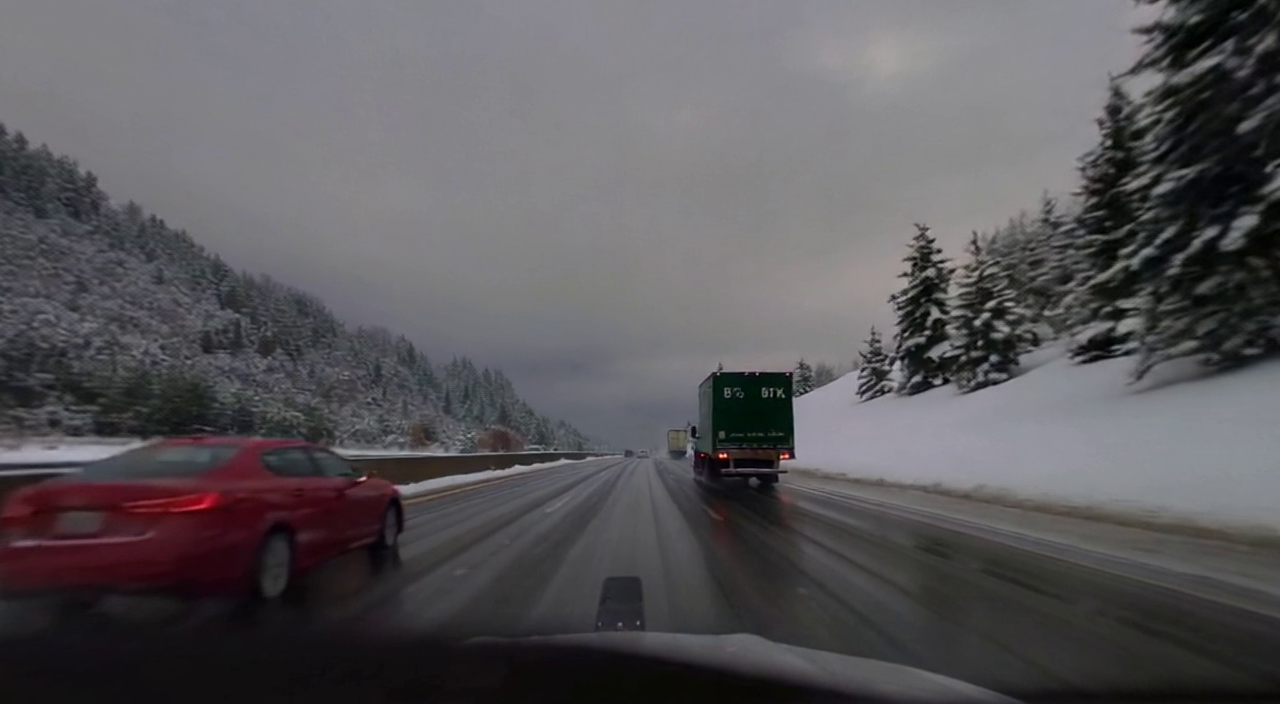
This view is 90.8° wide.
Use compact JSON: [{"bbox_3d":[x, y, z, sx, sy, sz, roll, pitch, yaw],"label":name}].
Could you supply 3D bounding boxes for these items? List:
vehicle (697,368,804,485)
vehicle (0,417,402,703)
[{"bbox_3d":[4.092,3.032,25.027,2.999,4.023,6.337,0,-9,0],"label":"vehicle"},{"bbox_3d":[-3.861,1.338,4.747,2.060,1.475,5.314,0,-9,0],"label":"vehicle"}]
